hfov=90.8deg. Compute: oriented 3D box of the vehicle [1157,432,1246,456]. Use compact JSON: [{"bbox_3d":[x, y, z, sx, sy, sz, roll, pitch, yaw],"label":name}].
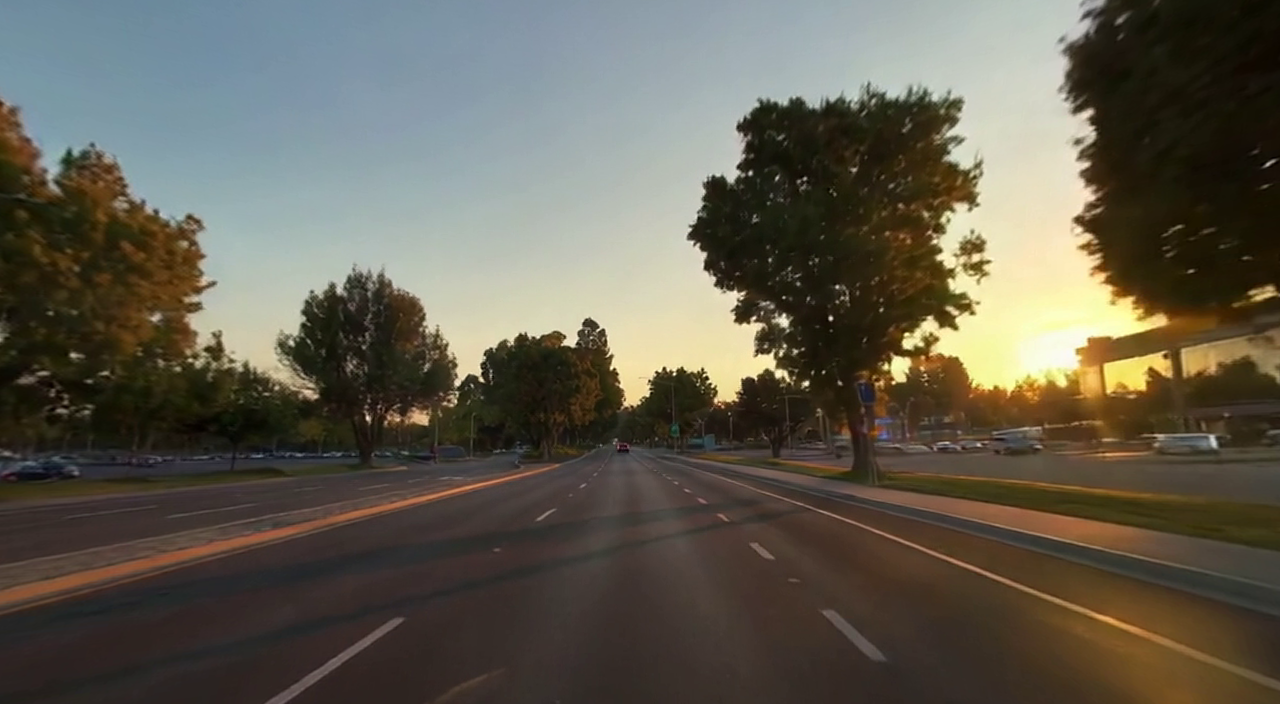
[{"bbox_3d":[37.523,6.184,42.377,1.786,1.492,4.381,0,-8,-2],"label":"vehicle"}]
